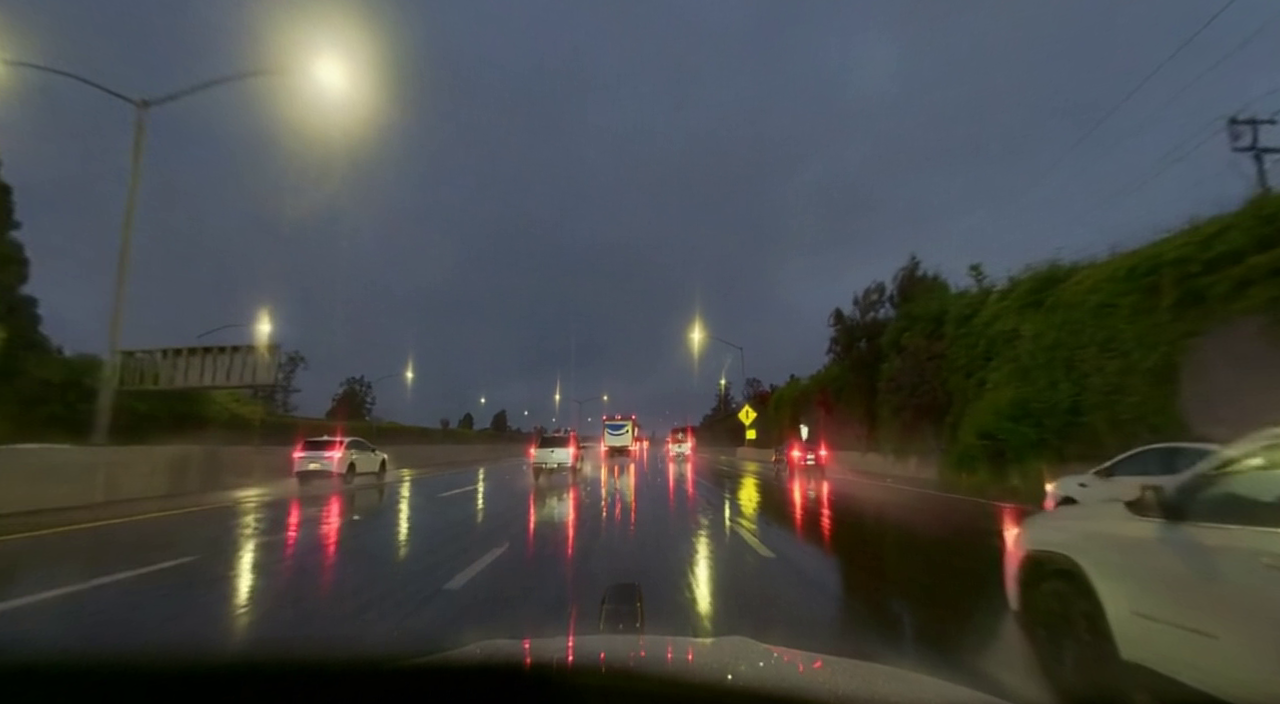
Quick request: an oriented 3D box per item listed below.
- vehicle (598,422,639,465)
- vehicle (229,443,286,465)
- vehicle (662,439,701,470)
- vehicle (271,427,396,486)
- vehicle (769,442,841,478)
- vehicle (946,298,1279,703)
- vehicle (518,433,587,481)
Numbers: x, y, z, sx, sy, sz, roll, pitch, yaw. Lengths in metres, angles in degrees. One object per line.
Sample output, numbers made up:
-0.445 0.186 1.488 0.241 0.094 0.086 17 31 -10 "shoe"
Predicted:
-1.393 6.353 43.555 2.456 2.705 6.251 0 -9 2 "vehicle"
-28.566 7.633 47.171 1.709 1.502 3.856 0 -9 1 "vehicle"
2.326 5.878 36.236 2.067 1.654 3.985 0 -9 1 "vehicle"
-10.117 3.494 21.240 2.023 1.739 4.229 0 -9 1 "vehicle"
7.384 4.867 28.689 1.970 1.499 4.491 1 -9 -1 "vehicle"
3.069 0.624 1.320 2.179 1.739 5.331 0 -9 0 "vehicle"
-3.322 4.085 24.787 2.095 1.688 4.188 0 -9 0 "vehicle"
